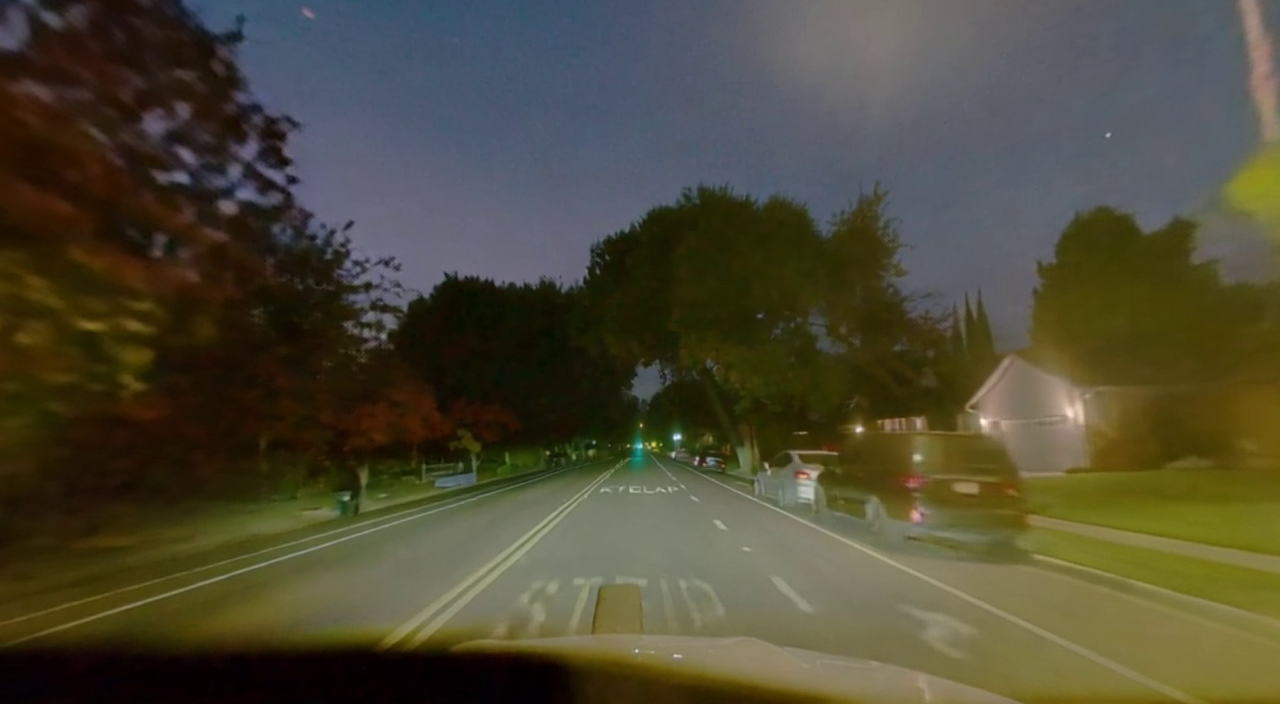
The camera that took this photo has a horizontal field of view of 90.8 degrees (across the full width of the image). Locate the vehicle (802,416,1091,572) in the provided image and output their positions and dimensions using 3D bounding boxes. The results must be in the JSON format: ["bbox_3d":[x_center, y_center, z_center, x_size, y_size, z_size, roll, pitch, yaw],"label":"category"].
[{"bbox_3d":[4.183,2.016,9.818,2.032,1.792,4.849,0,-9,0],"label":"vehicle"}]
